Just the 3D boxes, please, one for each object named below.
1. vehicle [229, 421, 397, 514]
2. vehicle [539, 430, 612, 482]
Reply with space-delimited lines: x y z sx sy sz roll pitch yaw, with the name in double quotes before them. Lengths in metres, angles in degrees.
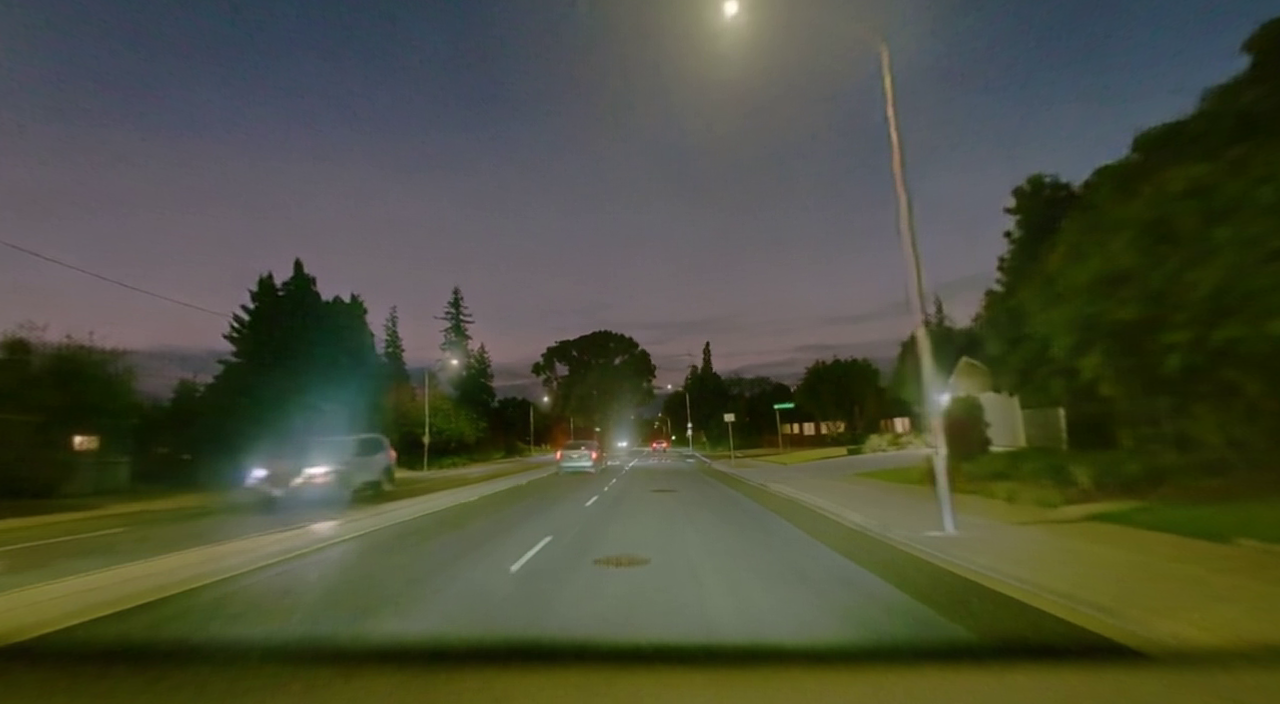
"vehicle" -8.497 3.011 16.959 2.159 1.983 4.530 -4 -8 -1
"vehicle" -2.317 3.928 24.054 2.190 1.766 4.394 0 -8 2
